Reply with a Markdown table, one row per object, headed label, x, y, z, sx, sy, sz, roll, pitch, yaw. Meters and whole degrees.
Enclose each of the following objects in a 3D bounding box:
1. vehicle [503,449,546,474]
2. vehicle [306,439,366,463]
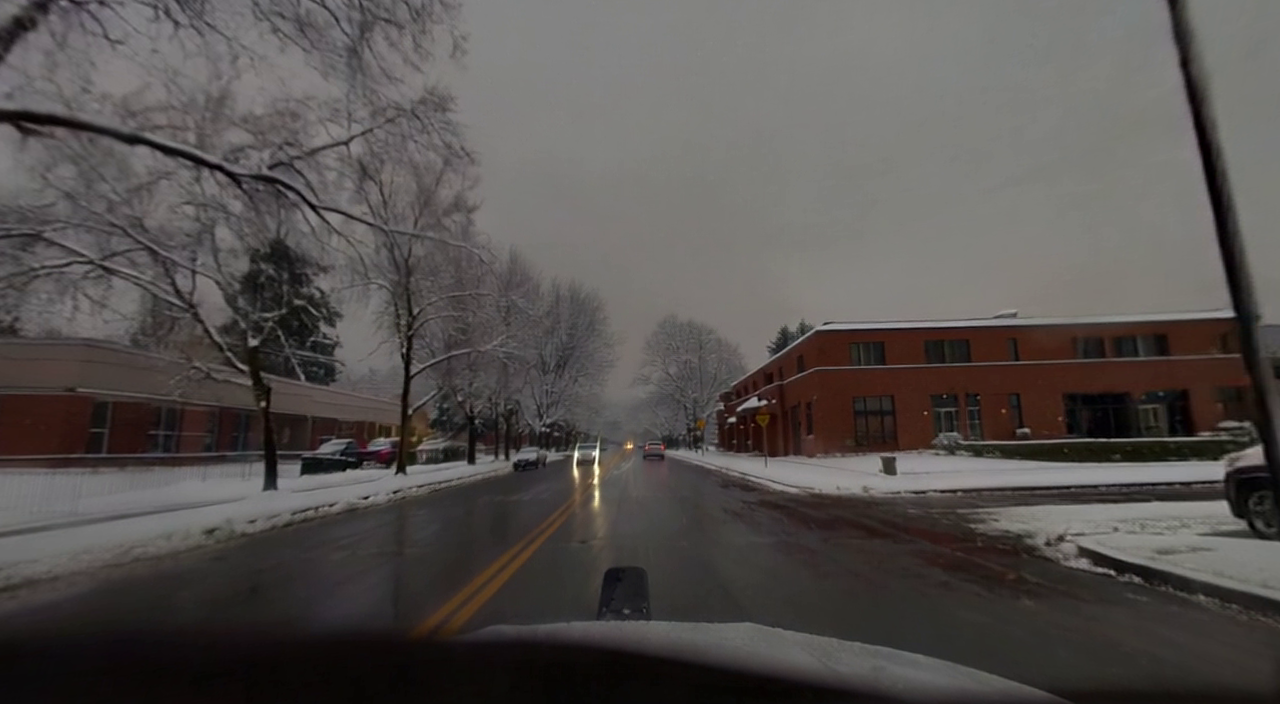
| label | x | y | z | sx | sy | sz | roll | pitch | yaw |
| --- | --- | --- | --- | --- | --- | --- | --- | --- | --- |
| vehicle | -7.273 | 6.905 | 40.060 | 1.930 | 1.463 | 4.195 | 0 | -9 | 0 |
| vehicle | -21.405 | 7.023 | 44.621 | 1.906 | 1.596 | 4.599 | 0 | -9 | 1 |
